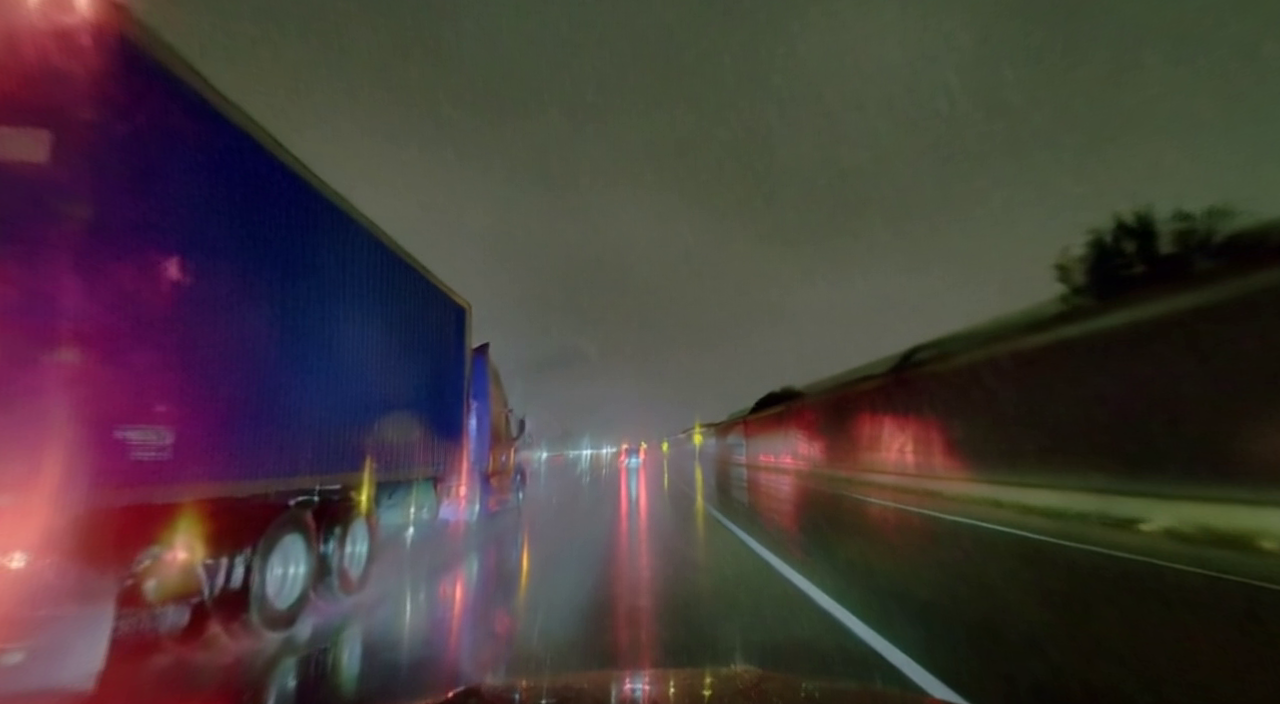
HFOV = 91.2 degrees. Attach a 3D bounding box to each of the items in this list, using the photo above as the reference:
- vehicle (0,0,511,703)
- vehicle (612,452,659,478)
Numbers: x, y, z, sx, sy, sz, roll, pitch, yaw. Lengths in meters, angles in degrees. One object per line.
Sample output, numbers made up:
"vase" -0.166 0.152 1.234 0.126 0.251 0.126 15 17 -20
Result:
"vehicle" -3.977 0.200 5.189 2.914 4.039 14.493 0 -9 -1
"vehicle" -0.259 6.260 35.082 2.398 1.336 5.698 0 -9 -1
